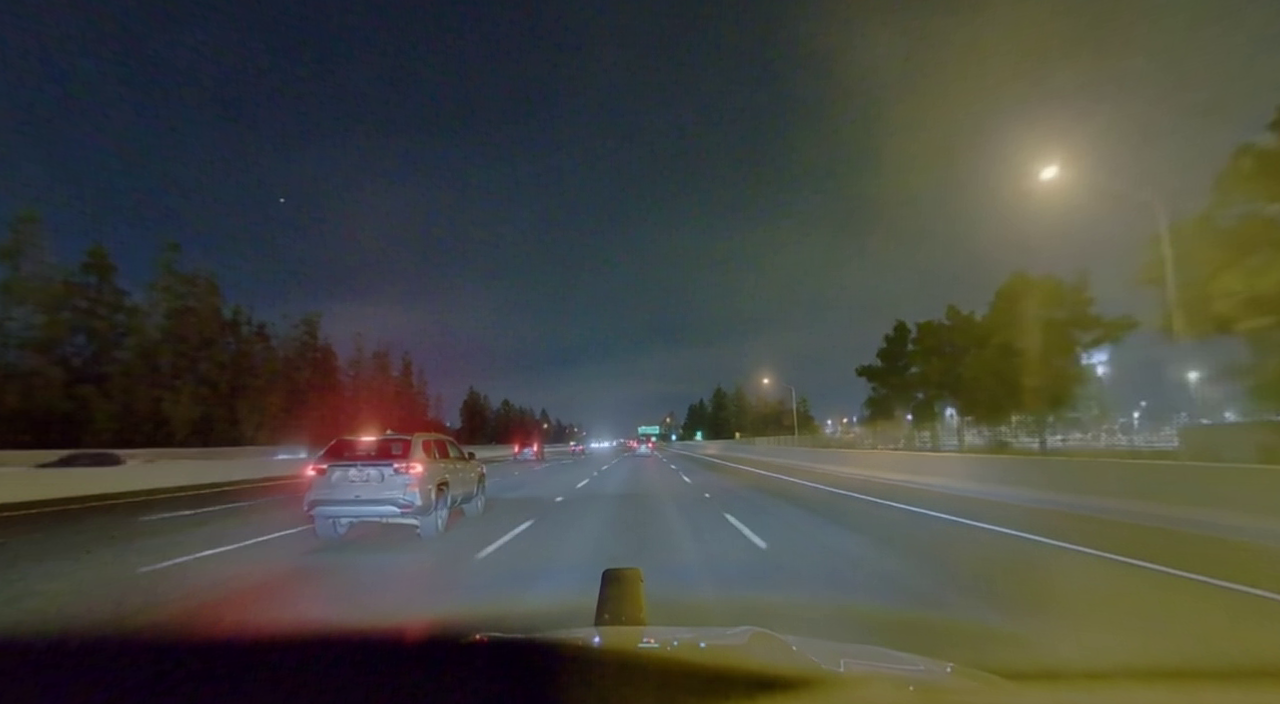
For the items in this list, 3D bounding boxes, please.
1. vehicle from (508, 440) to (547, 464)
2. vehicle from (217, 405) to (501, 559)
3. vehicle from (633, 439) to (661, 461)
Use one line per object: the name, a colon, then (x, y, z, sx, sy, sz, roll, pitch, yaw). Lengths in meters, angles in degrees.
vehicle: (-7.798, 6.966, 43.980, 1.871, 1.542, 4.371, 0, -8, 0)
vehicle: (-3.760, 1.835, 9.598, 2.214, 1.759, 4.435, -1, -8, 1)
vehicle: (0.496, 7.537, 48.747, 2.023, 1.589, 4.030, 0, -8, -1)
